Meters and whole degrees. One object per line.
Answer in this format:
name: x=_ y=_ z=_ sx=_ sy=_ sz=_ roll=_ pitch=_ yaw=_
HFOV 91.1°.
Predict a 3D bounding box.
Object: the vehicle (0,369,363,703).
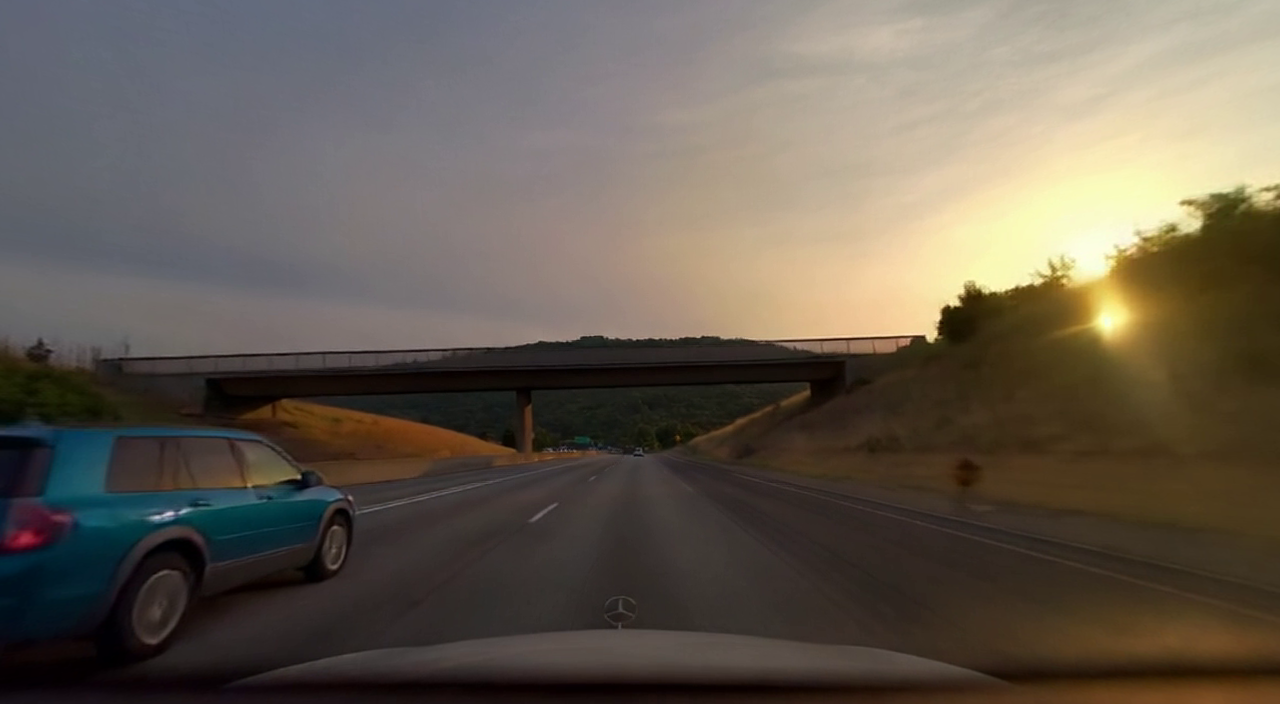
vehicle: x=-3.887 y=1.137 z=4.211 sx=2.082 sy=1.668 sz=4.274 roll=0 pitch=-9 yaw=0
